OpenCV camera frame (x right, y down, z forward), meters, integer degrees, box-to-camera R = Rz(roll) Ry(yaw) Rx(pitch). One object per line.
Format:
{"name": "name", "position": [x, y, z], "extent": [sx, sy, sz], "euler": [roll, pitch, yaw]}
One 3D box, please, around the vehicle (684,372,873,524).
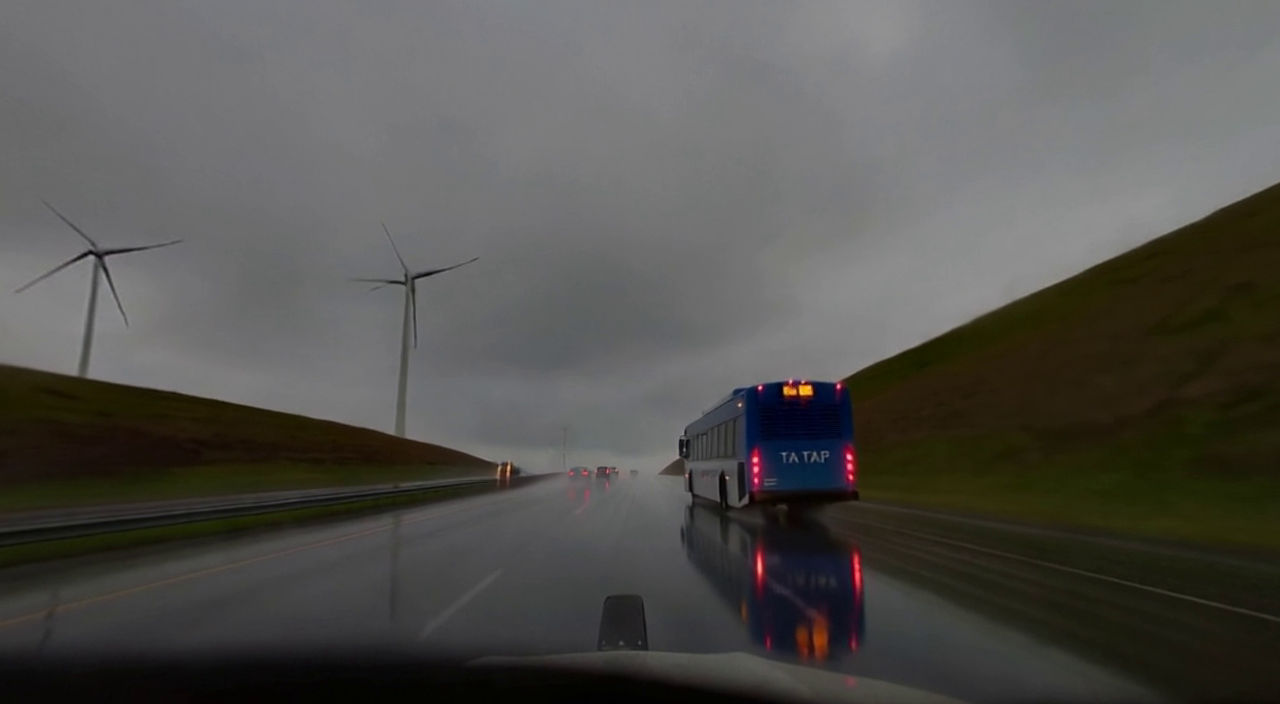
{"name": "vehicle", "position": [3.785, 3.591, 22.256], "extent": [2.941, 3.574, 14.463], "euler": [1, -10, -2]}

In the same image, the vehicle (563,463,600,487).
{"name": "vehicle", "position": [-4.035, 8.633, 44.251], "extent": [2.213, 1.568, 4.274], "euler": [1, -10, -1]}
